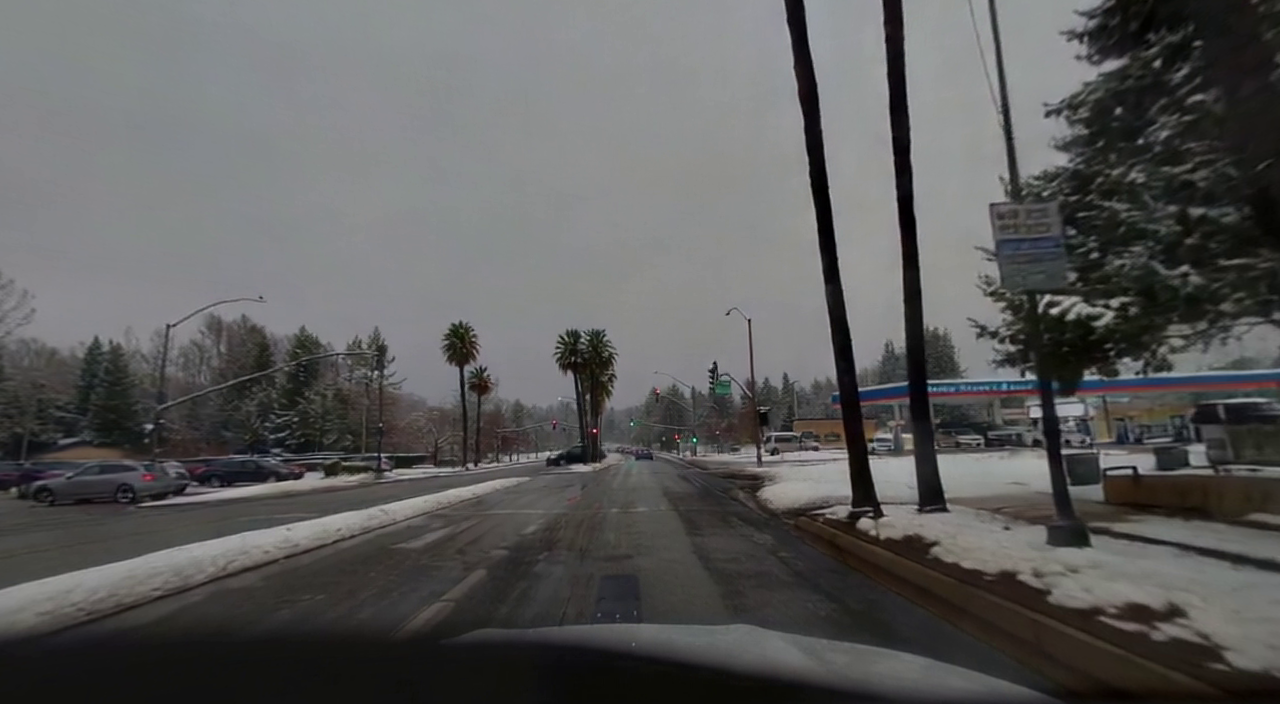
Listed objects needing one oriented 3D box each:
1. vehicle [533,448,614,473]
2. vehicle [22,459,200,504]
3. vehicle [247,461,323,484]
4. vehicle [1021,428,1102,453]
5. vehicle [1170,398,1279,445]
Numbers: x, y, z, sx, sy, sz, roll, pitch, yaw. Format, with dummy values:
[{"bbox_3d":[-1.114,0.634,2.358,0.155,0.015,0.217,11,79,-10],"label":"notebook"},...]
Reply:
[{"bbox_3d":[-4.159,6.839,40.127,4.763,1.496,1.920,6,-10,-34],"label":"vehicle"},{"bbox_3d":[-19.419,4.749,23.370,4.758,1.542,1.941,0,-9,-2],"label":"vehicle"},{"bbox_3d":[-25.609,8.730,45.672,4.407,1.565,1.861,0,-9,3],"label":"vehicle"},{"bbox_3d":[30.351,6.404,45.584,4.286,1.519,2.070,-2,-9,-2],"label":"vehicle"},{"bbox_3d":[42.831,4.901,44.401,8.366,3.165,2.720,0,-8,1],"label":"vehicle"}]
